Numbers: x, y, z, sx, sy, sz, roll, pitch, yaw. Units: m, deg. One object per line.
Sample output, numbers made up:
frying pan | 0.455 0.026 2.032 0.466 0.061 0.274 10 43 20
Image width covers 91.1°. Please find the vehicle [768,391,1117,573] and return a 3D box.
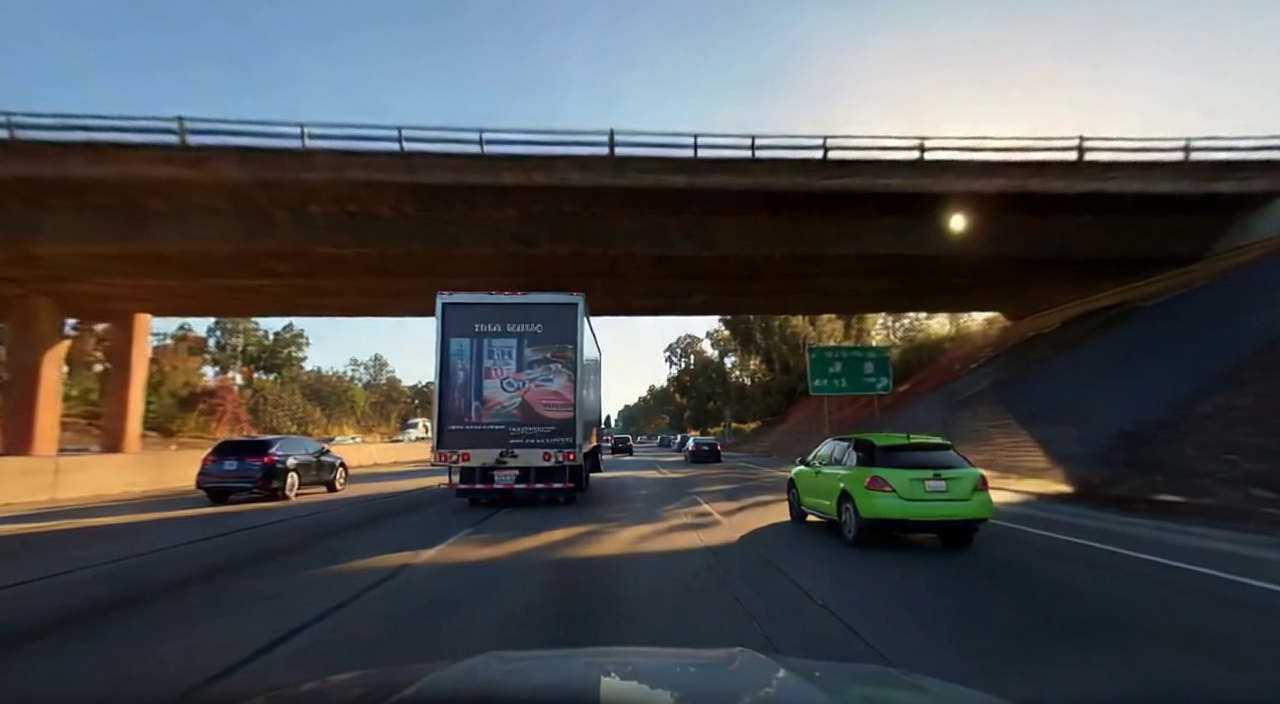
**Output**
vehicle | 3.220 1.478 7.992 2.118 1.647 4.400 0 -8 -2

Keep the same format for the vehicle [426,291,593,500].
vehicle | -2.743 1.425 16.419 2.911 3.787 9.905 1 -8 -5

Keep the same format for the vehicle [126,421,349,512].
vehicle | -8.489 2.421 13.896 2.048 1.652 4.421 0 -8 -1

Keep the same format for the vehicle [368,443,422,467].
vehicle | -16.524 6.935 42.642 1.874 1.491 4.393 0 -8 0

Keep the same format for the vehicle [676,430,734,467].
vehicle | 2.846 4.373 28.702 2.003 1.519 4.580 0 -8 -2

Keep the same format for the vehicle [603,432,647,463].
vehicle | -0.781 5.043 33.515 2.168 1.547 4.618 0 -8 -1
